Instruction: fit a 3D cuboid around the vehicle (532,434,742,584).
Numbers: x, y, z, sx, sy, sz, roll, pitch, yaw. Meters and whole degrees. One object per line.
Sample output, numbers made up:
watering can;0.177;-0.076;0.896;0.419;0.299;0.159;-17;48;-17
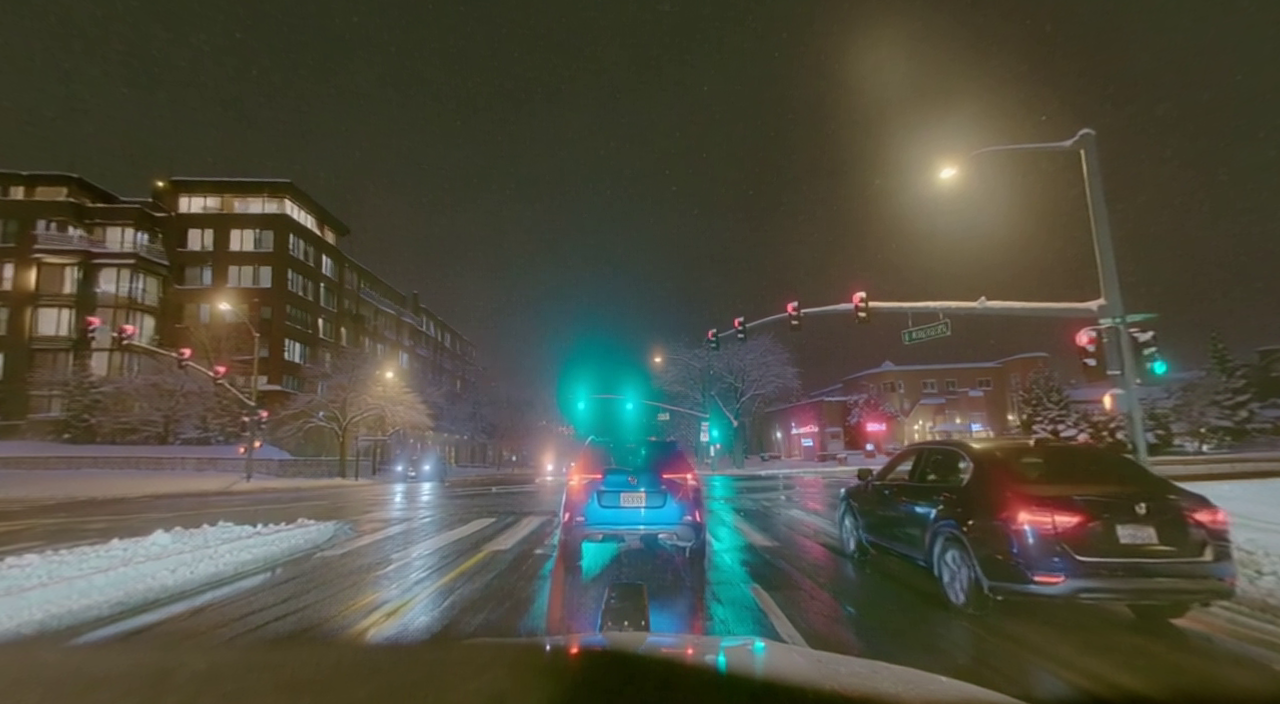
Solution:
vehicle;-0.058;1.875;8.416;2.094;1.481;4.078;0;-8;-1

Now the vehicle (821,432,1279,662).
vehicle;3.351;1.543;6.110;1.860;1.430;4.089;0;-8;-2

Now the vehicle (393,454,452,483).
vehicle;-14.611;7.809;42.645;2.126;1.782;4.880;0;-8;1
